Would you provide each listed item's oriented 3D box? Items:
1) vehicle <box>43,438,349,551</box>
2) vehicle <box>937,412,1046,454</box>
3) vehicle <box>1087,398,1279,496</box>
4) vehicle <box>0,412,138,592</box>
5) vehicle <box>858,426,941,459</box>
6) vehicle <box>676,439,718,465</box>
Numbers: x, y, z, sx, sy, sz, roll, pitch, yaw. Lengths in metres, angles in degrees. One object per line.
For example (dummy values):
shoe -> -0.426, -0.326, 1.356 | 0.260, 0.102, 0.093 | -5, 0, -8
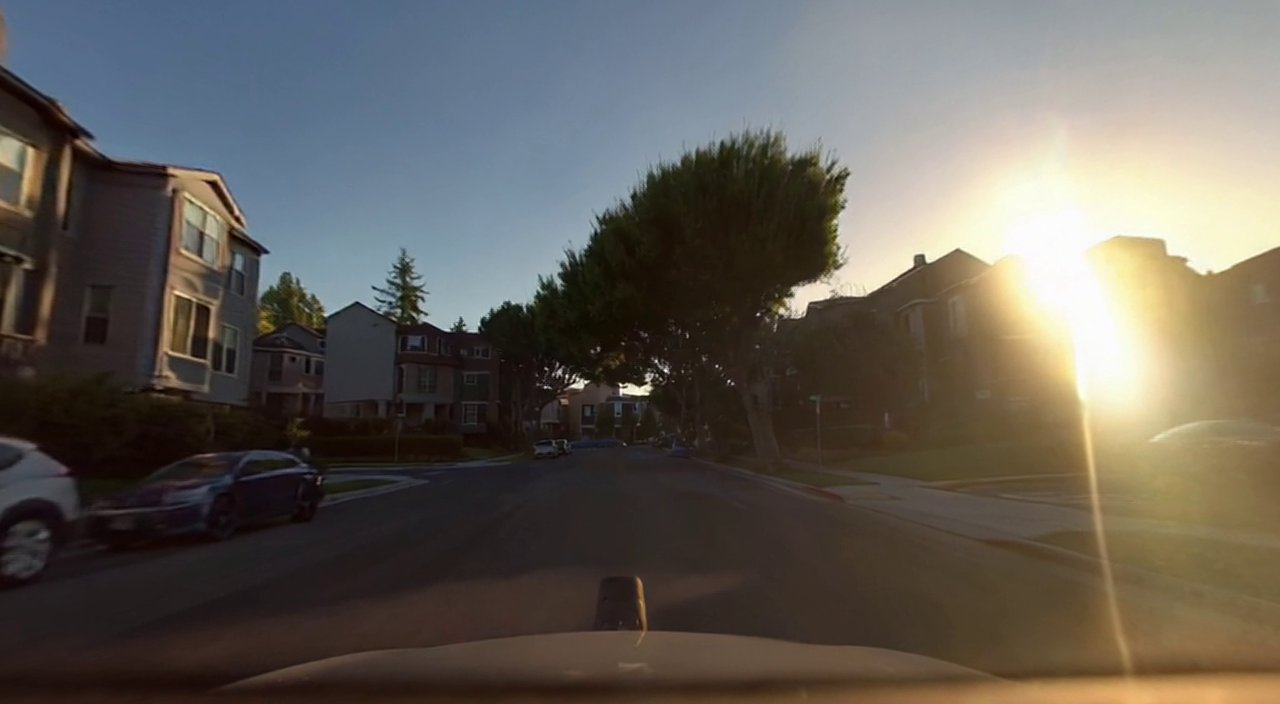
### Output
vehicle -> -7.223, 2.325, 11.080 | 1.912, 1.466, 4.754 | -2, -9, 1
vehicle -> 18.066, 4.284, 32.810 | 2.315, 1.991, 5.686 | 0, -8, -1
vehicle -> 11.900, 1.843, 12.237 | 4.726, 1.731, 2.075 | 0, -8, 3
vehicle -> -7.414, 1.436, 5.722 | 2.136, 1.758, 4.297 | -2, -9, 0
vehicle -> 13.158, 4.655, 32.327 | 2.068, 1.522, 4.810 | 0, -8, -2
vehicle -> 3.384, 6.013, 38.010 | 1.956, 1.468, 4.698 | 0, -8, -2
